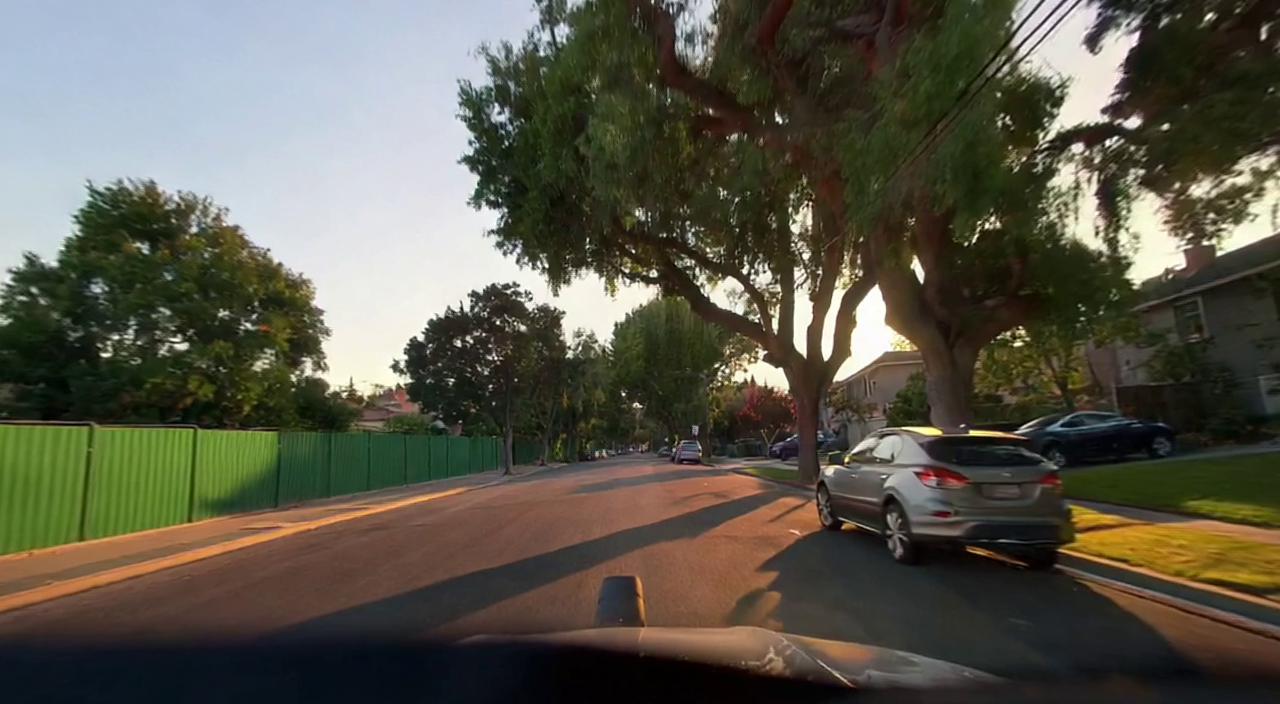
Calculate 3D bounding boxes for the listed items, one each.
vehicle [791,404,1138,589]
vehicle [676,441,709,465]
[{"bbox_3d":[3.650,1.740,8.412,2.165,1.688,4.642,-2,-9,1],"label":"vehicle"},{"bbox_3d":[3.910,7.615,47.648,2.122,1.673,4.876,0,-9,1],"label":"vehicle"}]
